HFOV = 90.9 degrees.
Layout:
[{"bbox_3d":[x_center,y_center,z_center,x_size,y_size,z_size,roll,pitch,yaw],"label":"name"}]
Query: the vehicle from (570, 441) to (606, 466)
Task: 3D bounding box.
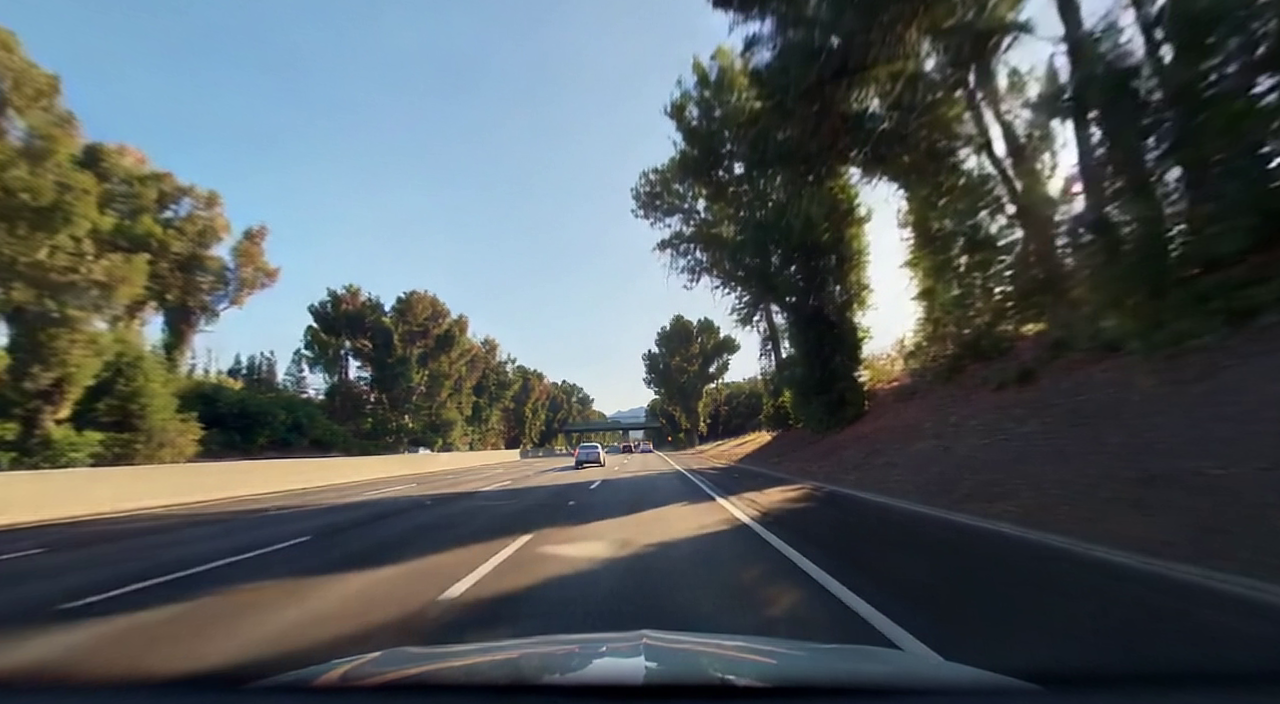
[{"bbox_3d":[-3.467,6.833,42.654,1.993,1.589,3.898,0,-8,1],"label":"vehicle"}]
